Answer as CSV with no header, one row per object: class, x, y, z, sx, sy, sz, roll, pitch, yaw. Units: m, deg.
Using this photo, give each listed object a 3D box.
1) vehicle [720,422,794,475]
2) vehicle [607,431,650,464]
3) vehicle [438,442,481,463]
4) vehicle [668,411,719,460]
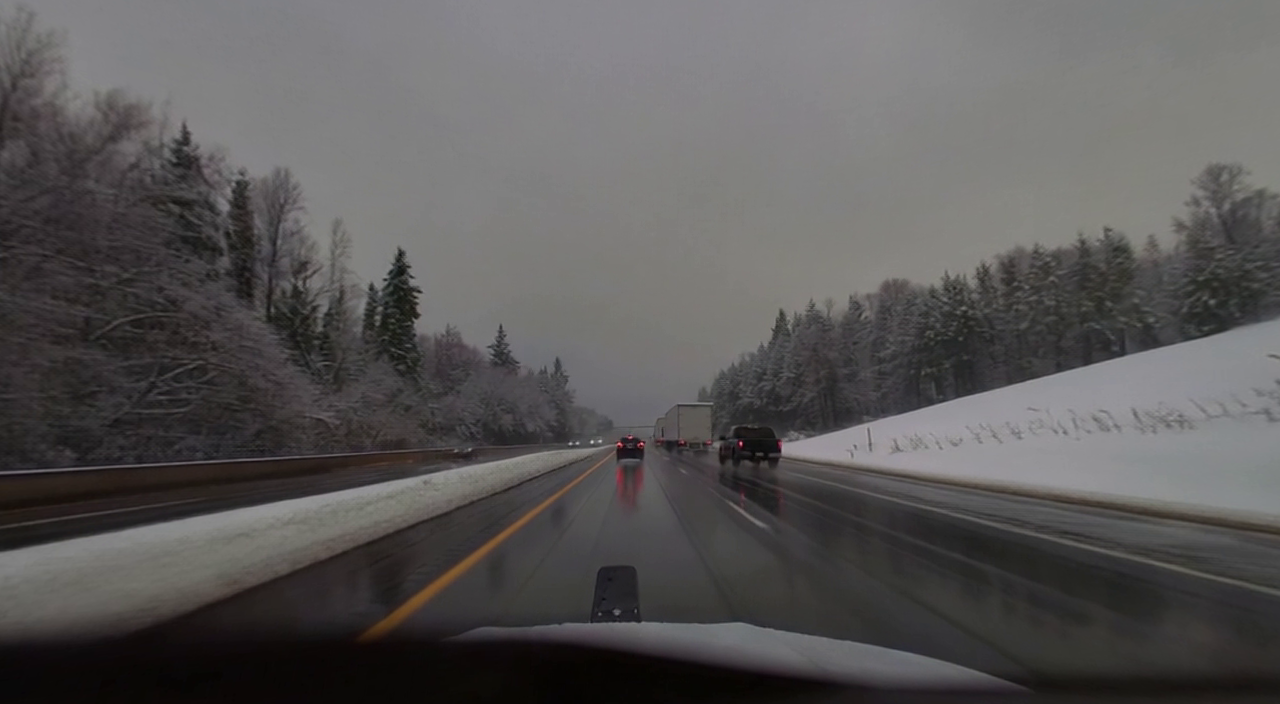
vehicle,4.511,3.772,25.004,2.073,1.905,4.023,0,-8,-1
vehicle,-0.616,5.174,34.553,2.206,1.681,4.111,0,-8,-1
vehicle,-14.157,7.888,49.629,2.107,1.498,4.226,0,-8,1
vehicle,3.507,5.698,43.124,2.728,3.053,7.708,0,-8,0
